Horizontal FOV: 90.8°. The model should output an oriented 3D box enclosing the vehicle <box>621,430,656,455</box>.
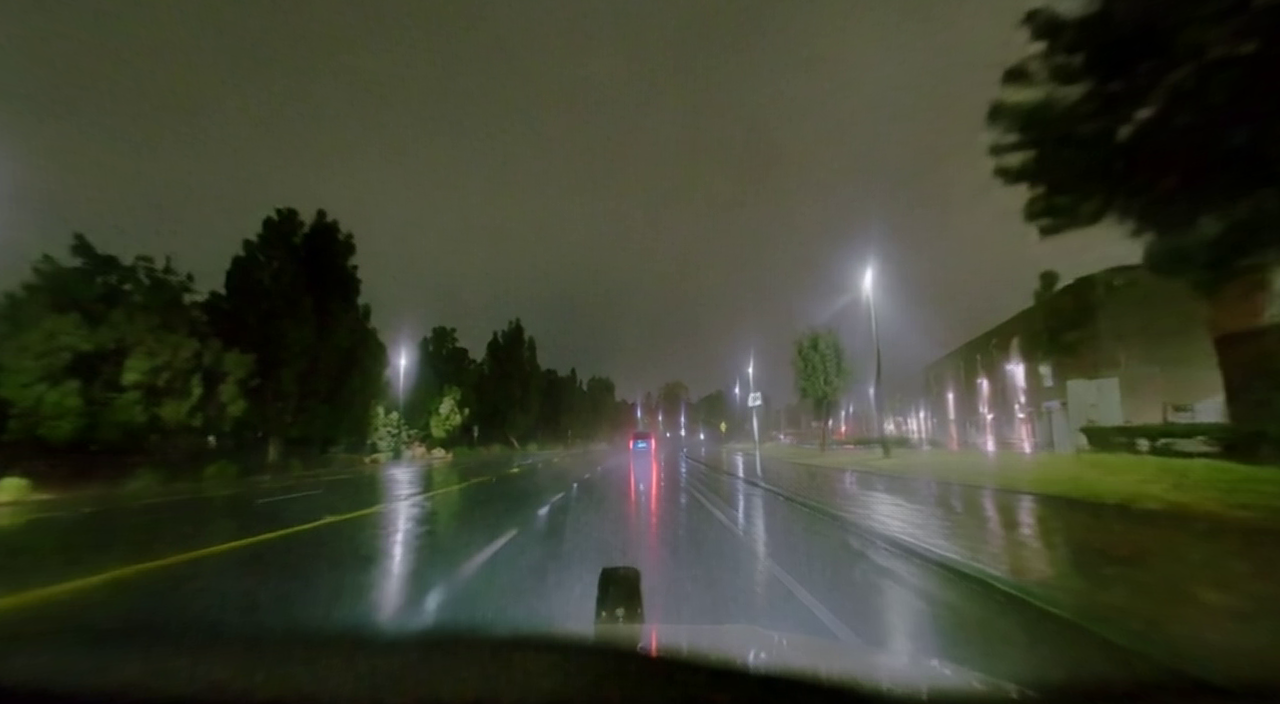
[{"bbox_3d":[-0.058,6.901,48.194,2.370,1.781,4.440,0,-8,3],"label":"vehicle"}]
